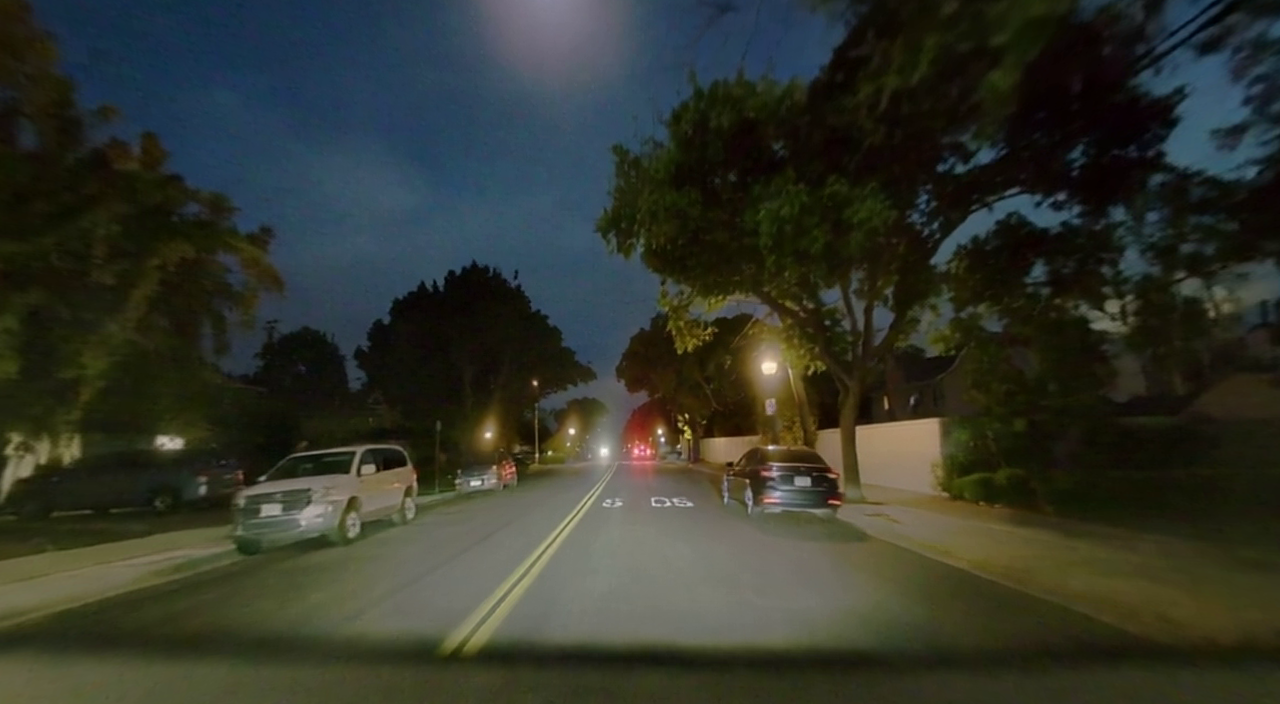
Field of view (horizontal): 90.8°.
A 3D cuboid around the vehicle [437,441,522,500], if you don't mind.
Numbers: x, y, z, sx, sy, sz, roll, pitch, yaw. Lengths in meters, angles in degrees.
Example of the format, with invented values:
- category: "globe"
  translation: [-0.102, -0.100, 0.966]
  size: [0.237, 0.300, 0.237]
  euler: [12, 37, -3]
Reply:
- category: "vehicle"
  translation: [-5.894, 4.367, 23.771]
  size: [2.027, 1.803, 4.306]
  euler: [-5, -8, 0]

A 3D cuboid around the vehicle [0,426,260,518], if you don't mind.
- category: "vehicle"
  translation: [-12.796, 2.938, 15.692]
  size: [5.234, 2.076, 2.197]
  euler: [-1, -9, 2]

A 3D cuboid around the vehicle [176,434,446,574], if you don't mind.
- category: "vehicle"
  translation: [-5.476, 2.509, 11.591]
  size: [2.155, 1.907, 5.100]
  euler: [-2, -8, 1]

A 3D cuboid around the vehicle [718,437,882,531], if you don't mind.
- category: "vehicle"
  translation: [2.938, 2.524, 12.738]
  size: [2.047, 1.532, 4.350]
  euler: [0, -9, -2]
